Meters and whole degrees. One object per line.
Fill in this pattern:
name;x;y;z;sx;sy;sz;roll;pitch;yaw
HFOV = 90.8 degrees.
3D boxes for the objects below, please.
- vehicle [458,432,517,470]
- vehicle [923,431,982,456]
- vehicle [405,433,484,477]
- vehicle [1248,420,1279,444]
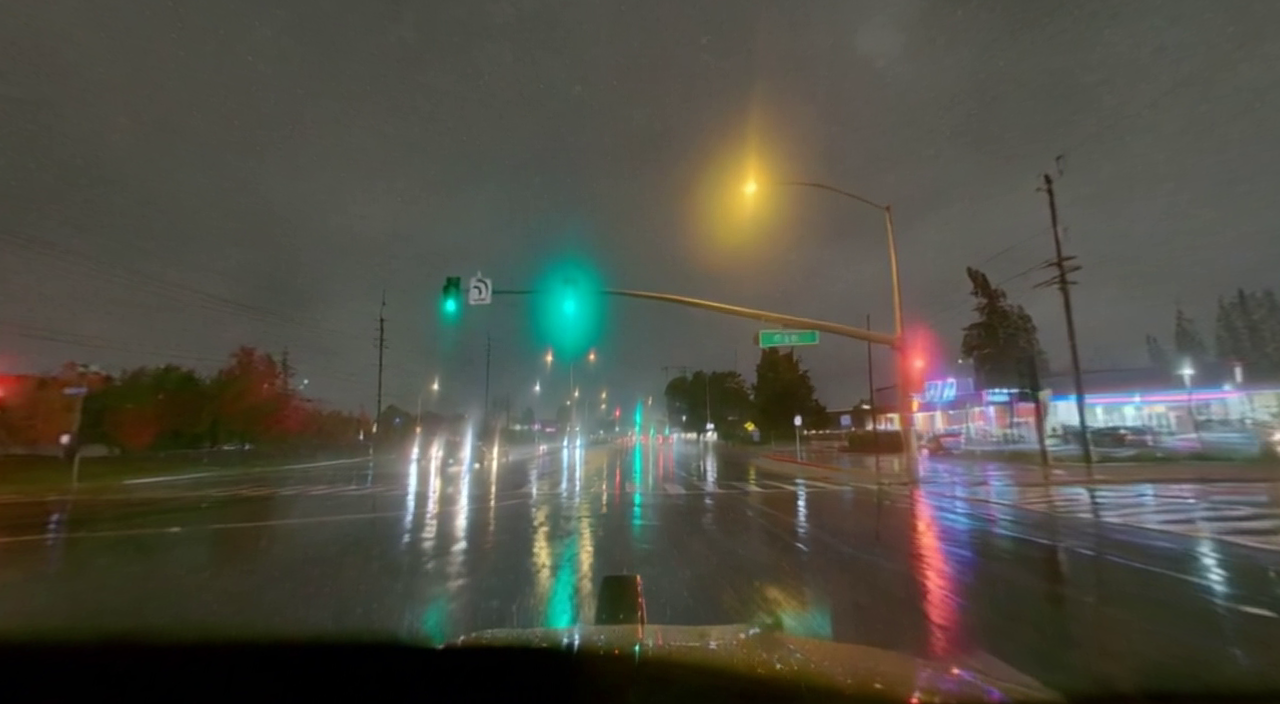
vehicle;-8.372;5.420;35.036;2.037;1.799;4.928;-3;-7;0
vehicle;20.216;5.907;40.739;2.094;1.488;4.433;-8;-11;43
vehicle;-8.513;4.499;28.044;1.946;1.710;5.043;-1;-7;0
vehicle;41.560;5.276;41.455;4.126;1.490;1.892;7;-11;-41
